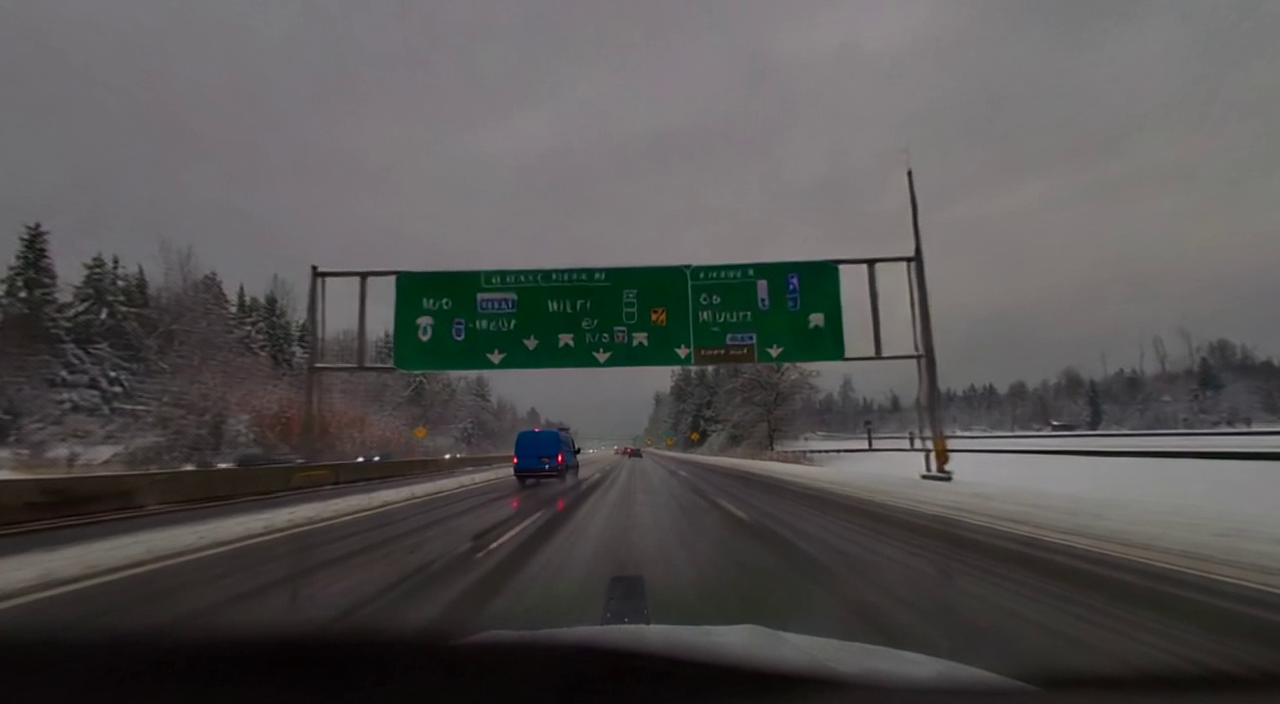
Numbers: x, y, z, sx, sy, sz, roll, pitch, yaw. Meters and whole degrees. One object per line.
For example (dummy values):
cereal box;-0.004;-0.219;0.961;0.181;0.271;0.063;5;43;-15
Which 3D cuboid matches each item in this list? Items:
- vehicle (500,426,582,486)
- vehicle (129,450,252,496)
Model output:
vehicle;-3.582;3.873;23.687;2.281;2.025;4.586;0;-8;0
vehicle;-16.022;4.283;22.663;1.727;1.450;3.615;0;-8;0
